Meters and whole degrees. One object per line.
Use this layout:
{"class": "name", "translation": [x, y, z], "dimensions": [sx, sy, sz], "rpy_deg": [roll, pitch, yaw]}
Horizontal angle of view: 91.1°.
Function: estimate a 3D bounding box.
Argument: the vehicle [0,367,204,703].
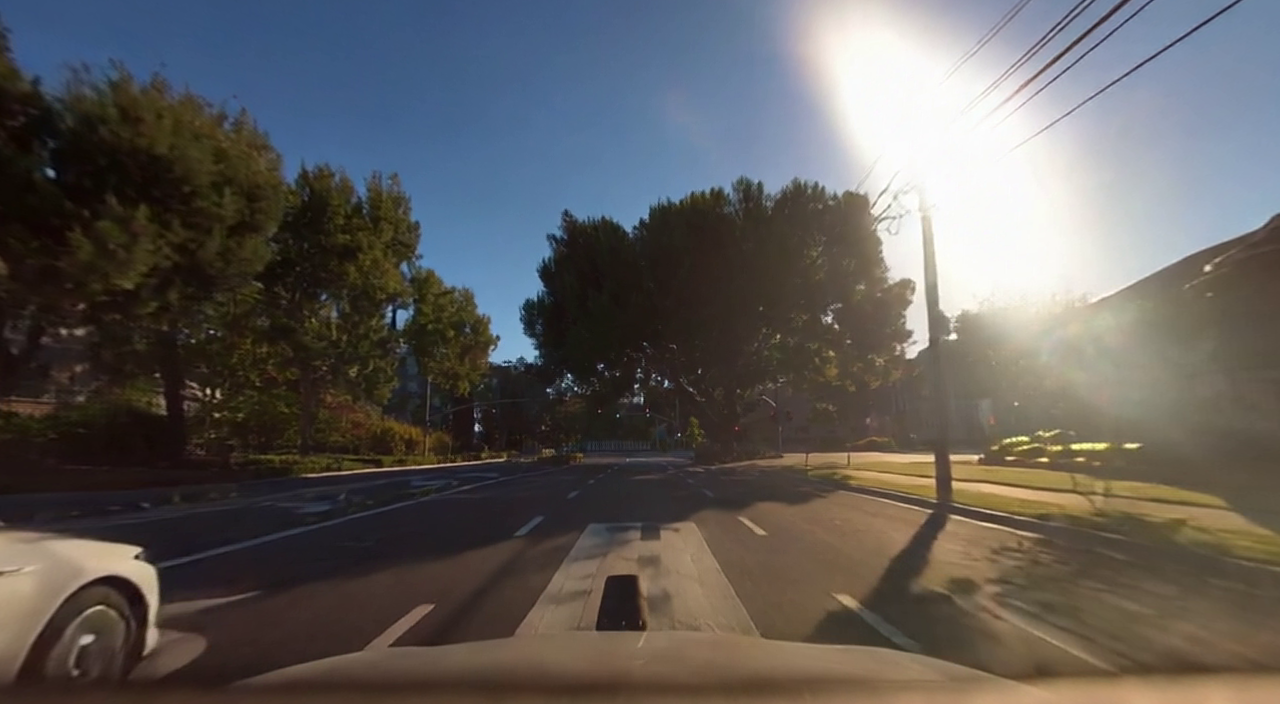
{"class": "vehicle", "translation": [-3.354, 0.614, 0.699], "dimensions": [2.139, 1.564, 4.901], "rpy_deg": [0, -9, 1]}
